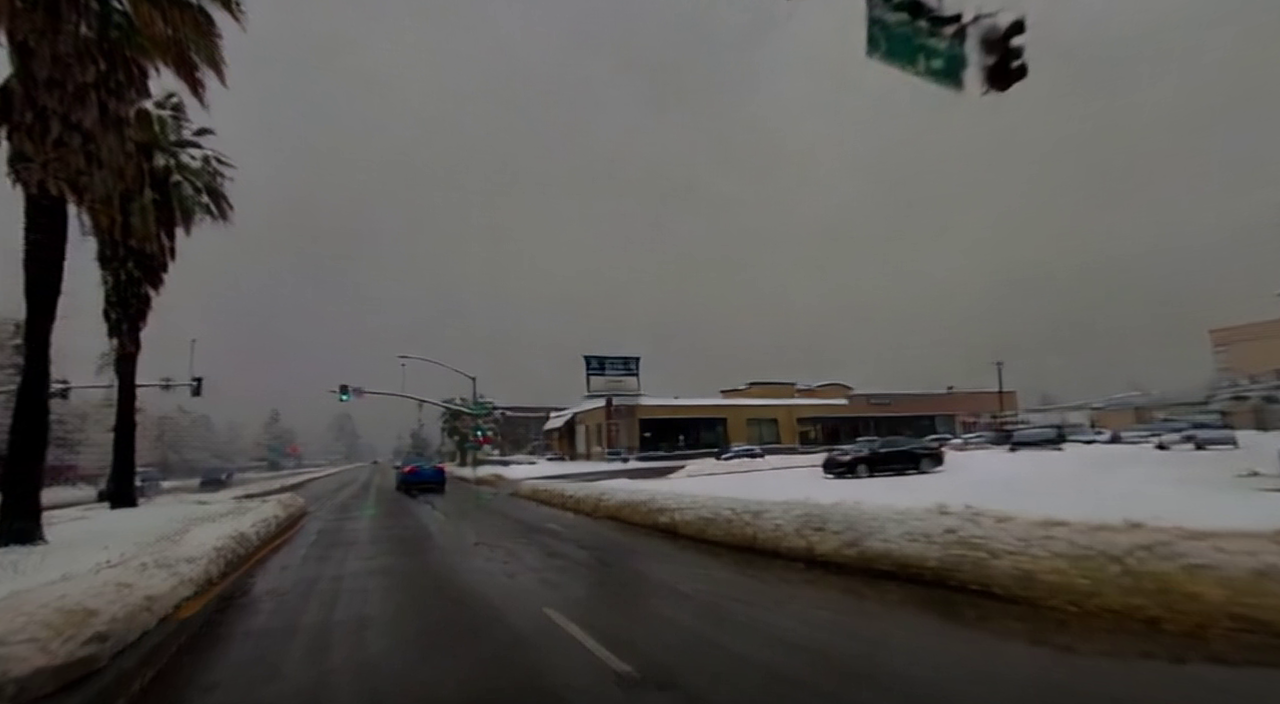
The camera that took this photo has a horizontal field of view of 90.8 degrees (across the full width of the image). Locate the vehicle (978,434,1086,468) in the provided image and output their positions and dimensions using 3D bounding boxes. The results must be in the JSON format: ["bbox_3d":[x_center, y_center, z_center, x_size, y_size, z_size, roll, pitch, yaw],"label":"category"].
[{"bbox_3d":[18.143,4.586,29.292,4.199,1.459,1.997,3,-9,-20],"label":"vehicle"}]

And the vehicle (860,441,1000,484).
[{"bbox_3d":[10.483,3.954,22.883,4.355,1.398,2.085,3,-9,-21],"label":"vehicle"}]

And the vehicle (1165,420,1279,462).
[{"bbox_3d":[26.391,4.024,28.612,4.178,1.533,1.992,6,-9,-17],"label":"vehicle"}]

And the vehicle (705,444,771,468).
[{"bbox_3d":[6.316,6.797,41.509,2.046,1.481,4.936,3,-9,-21],"label":"vehicle"}]

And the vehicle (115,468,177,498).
[{"bbox_3d":[-31.191,8.253,40.060,2.027,1.534,4.779,4,-10,-25],"label":"vehicle"}]

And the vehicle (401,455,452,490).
[{"bbox_3d":[-10.854,6.022,31.879,1.969,1.555,4.431,4,-9,-24],"label":"vehicle"}]

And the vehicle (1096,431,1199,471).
[{"bbox_3d":[25.076,4.840,31.221,4.377,1.433,1.867,-3,-3,-20],"label":"vehicle"}]
